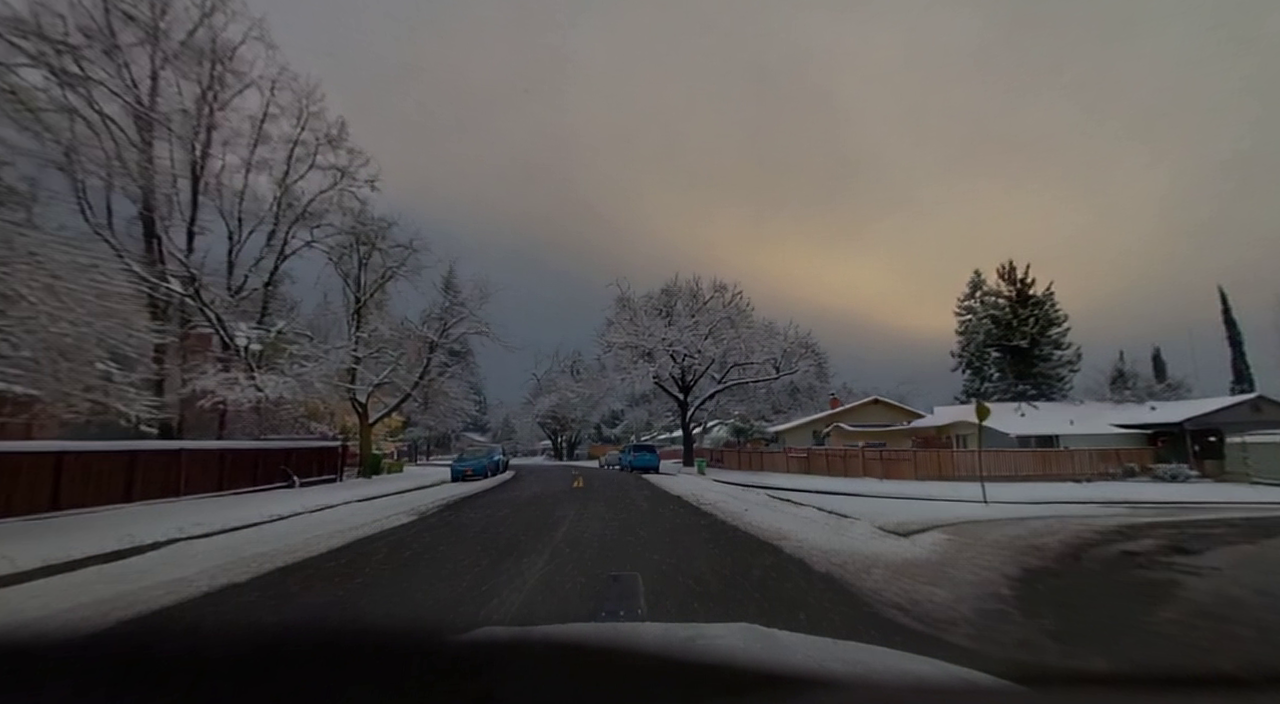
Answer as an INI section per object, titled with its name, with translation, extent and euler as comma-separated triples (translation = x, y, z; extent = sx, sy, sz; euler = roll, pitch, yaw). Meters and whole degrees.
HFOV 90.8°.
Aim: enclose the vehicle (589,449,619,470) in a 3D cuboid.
[vehicle]
translation = -2.689, 7.913, 46.715
extent = 2.064, 1.477, 3.968
euler = 1, -9, -4
